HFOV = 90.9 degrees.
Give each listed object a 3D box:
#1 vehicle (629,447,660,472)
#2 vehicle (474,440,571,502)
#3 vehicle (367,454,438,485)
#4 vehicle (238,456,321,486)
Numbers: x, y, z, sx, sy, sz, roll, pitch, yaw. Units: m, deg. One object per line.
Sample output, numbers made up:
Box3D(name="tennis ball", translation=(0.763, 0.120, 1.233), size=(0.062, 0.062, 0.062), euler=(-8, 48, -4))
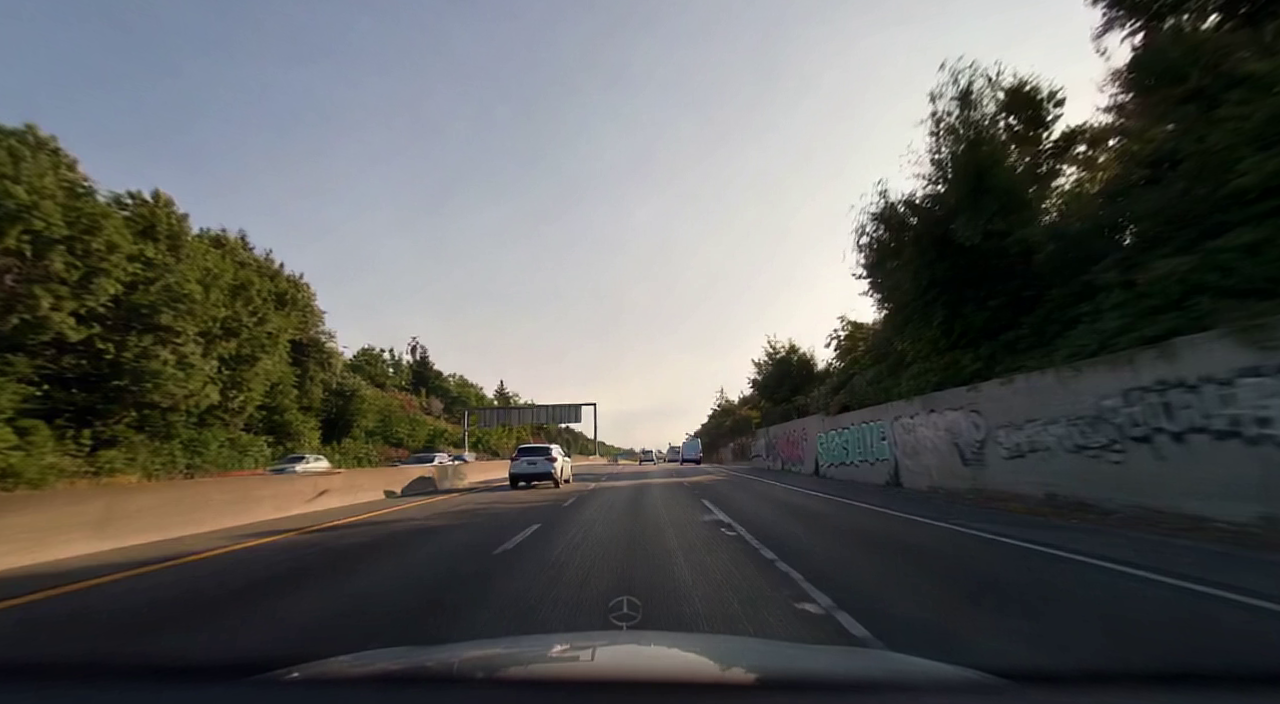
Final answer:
Box3D(name="vehicle", translation=(0.334, 7.403, 43.541), size=(2.108, 1.663, 3.159), euler=(0, -9, 1))
Box3D(name="vehicle", translation=(-3.389, 3.528, 19.107), size=(1.964, 1.618, 4.489), euler=(0, -9, 1))
Box3D(name="vehicle", translation=(-12.317, 6.095, 32.972), size=(1.986, 1.477, 4.150), euler=(0, -9, 1))
Box3D(name="vehicle", translation=(-19.163, 6.311, 33.700), size=(1.834, 1.482, 4.229), euler=(0, -9, 2))
